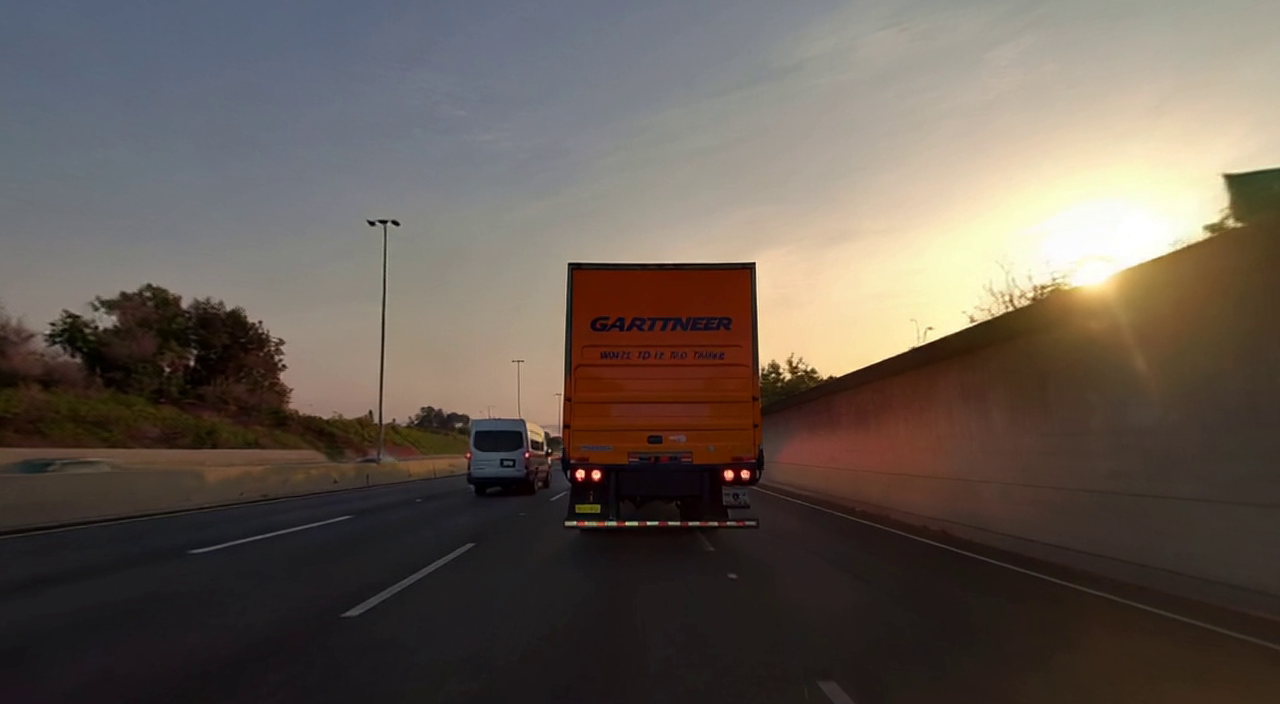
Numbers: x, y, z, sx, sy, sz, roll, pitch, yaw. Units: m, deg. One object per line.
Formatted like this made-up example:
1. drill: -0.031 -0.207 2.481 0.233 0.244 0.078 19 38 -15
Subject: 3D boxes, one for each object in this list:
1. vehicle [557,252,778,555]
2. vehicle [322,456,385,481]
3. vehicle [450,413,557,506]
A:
1. vehicle: 0.422 1.451 13.681 2.853 4.054 10.557 0 -9 1
2. vehicle: -19.613 7.964 43.455 1.963 1.545 4.717 0 -9 2
3. vehicle: -4.062 3.330 19.810 2.208 2.522 5.187 0 -9 0
